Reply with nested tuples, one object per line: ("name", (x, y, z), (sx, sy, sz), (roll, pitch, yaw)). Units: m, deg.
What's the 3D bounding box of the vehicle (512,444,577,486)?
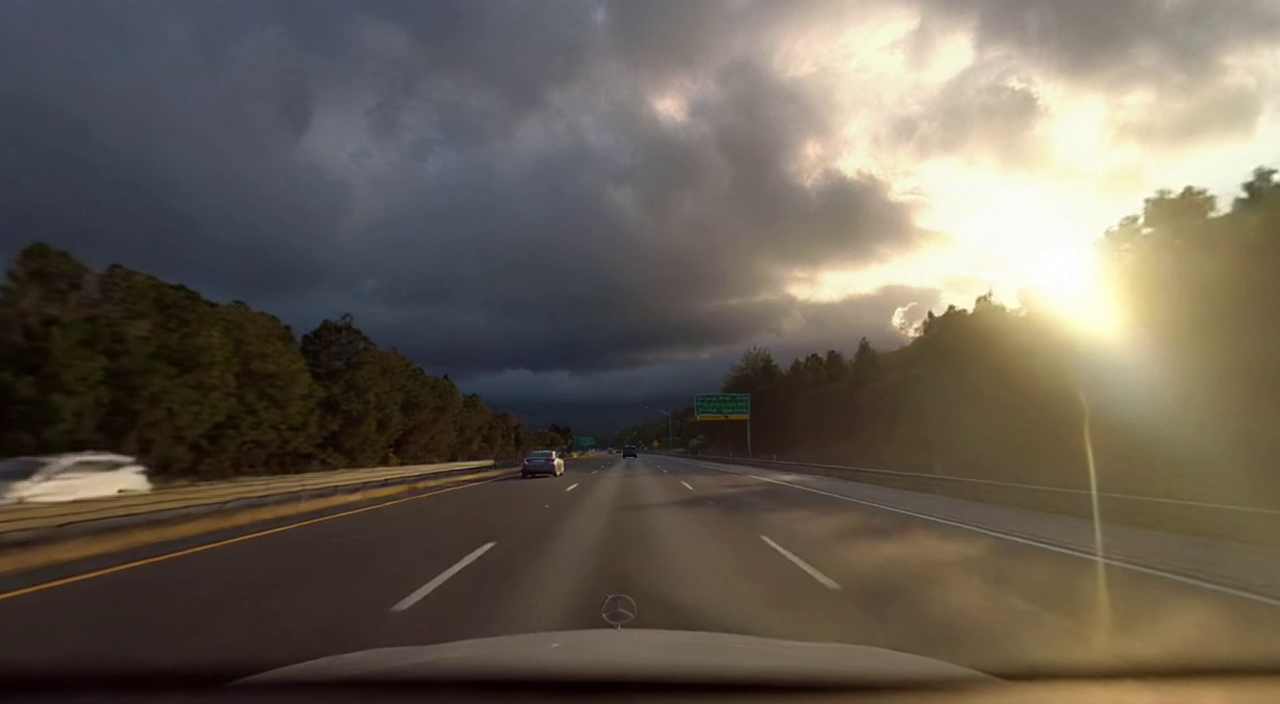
("vehicle", (-3.726, 4.472, 25.196), (1.970, 1.492, 3.944), (0, -9, 0))
